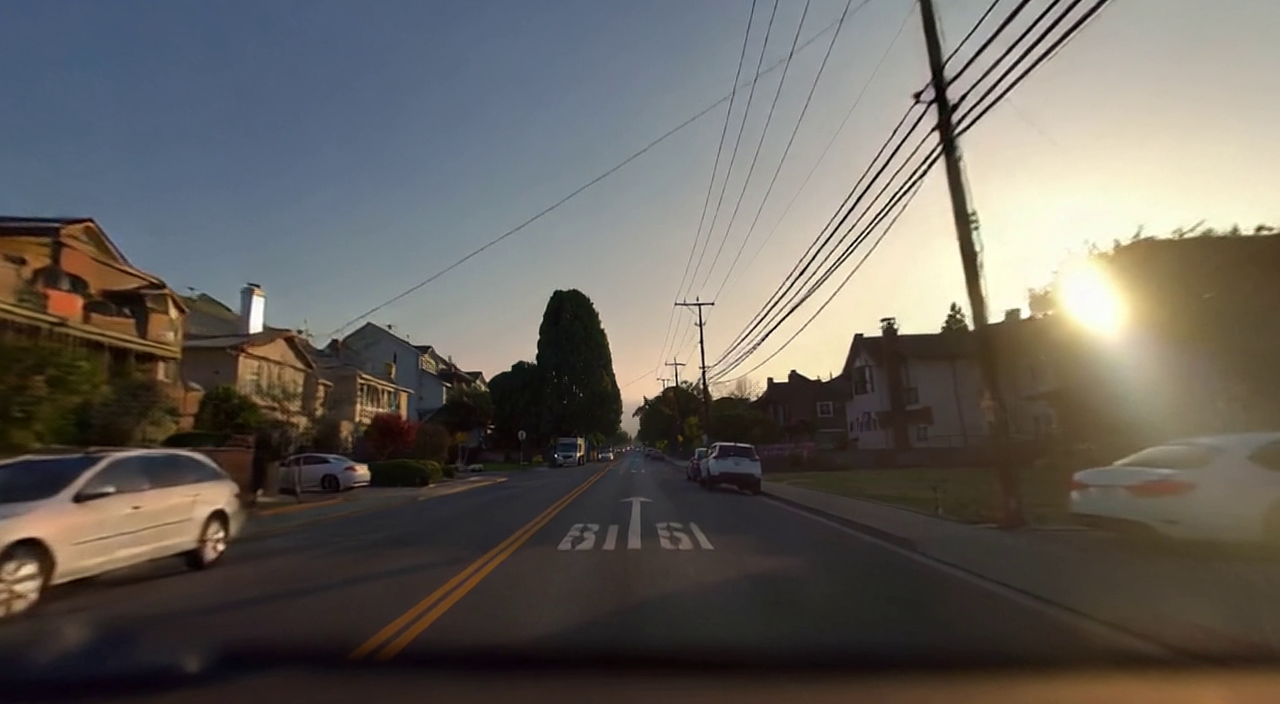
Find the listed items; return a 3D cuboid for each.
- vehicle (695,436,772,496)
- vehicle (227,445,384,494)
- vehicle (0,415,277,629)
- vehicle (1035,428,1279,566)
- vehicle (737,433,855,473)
[{"bbox_3d":[3.007,3.757,21.124,1.945,1.792,3.903,0,-8,-1],"label":"vehicle"},{"bbox_3d":[-11.898,4.193,22.720,4.480,1.665,1.930,0,-8,-1],"label":"vehicle"},{"bbox_3d":[-6.373,1.753,7.024,2.056,1.741,4.532,-2,-10,-1],"label":"vehicle"},{"bbox_3d":[7.869,1.704,7.831,4.511,1.438,2.116,0,-8,-1],"label":"vehicle"},{"bbox_3d":[7.646,5.013,31.381,5.288,1.871,2.148,0,-8,1],"label":"vehicle"}]
